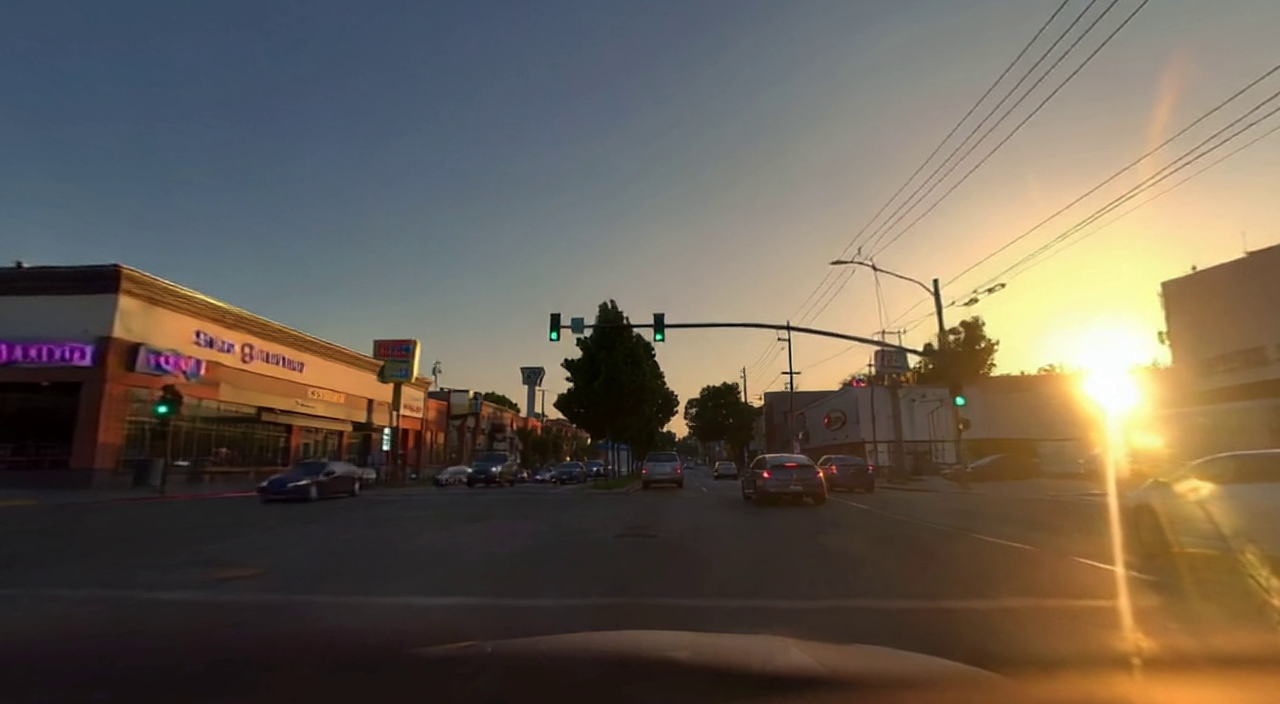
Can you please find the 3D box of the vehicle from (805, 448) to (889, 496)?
[{"bbox_3d":[8.367,4.834,25.919,2.040,1.738,4.414,0,-8,1],"label":"vehicle"}]

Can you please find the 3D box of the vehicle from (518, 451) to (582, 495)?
[{"bbox_3d":[-4.021,5.484,28.943,2.041,1.494,4.647,-3,-6,2],"label":"vehicle"}]

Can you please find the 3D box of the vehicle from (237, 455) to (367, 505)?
[{"bbox_3d":[-11.553,4.375,21.987,1.871,1.453,4.575,0,-8,2],"label":"vehicle"}]

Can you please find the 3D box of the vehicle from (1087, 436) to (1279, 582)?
[{"bbox_3d":[7.449,1.650,6.809,1.911,1.466,4.572,0,-8,1],"label":"vehicle"}]

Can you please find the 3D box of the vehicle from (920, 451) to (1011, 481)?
[{"bbox_3d":[17.097,5.935,33.063,4.964,1.453,2.184,7,-11,-36],"label":"vehicle"}]

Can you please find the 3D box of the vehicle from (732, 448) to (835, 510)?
[{"bbox_3d":[3.967,3.571,18.302,1.963,1.484,4.609,0,-8,1],"label":"vehicle"}]

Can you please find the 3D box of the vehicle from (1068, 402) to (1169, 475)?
[{"bbox_3d":[18.499,3.391,24.721,2.521,2.491,5.455,-7,-9,32],"label":"vehicle"}]

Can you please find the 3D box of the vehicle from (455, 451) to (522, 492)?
[{"bbox_3d":[-7.554,5.993,32.013,2.065,1.805,4.668,0,-8,3],"label":"vehicle"}]

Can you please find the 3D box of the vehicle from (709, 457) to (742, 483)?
[{"bbox_3d":[6.127,8.481,45.584,2.036,1.719,4.318,0,-8,3],"label":"vehicle"}]

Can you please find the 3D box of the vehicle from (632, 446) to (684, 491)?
[{"bbox_3d":[0.863,5.205,28.680,2.210,1.861,4.280,0,-8,3],"label":"vehicle"}]

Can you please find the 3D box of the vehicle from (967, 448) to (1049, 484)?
[{"bbox_3d":[17.025,5.196,29.070,4.373,1.399,2.052,7,-11,-43],"label":"vehicle"}]
